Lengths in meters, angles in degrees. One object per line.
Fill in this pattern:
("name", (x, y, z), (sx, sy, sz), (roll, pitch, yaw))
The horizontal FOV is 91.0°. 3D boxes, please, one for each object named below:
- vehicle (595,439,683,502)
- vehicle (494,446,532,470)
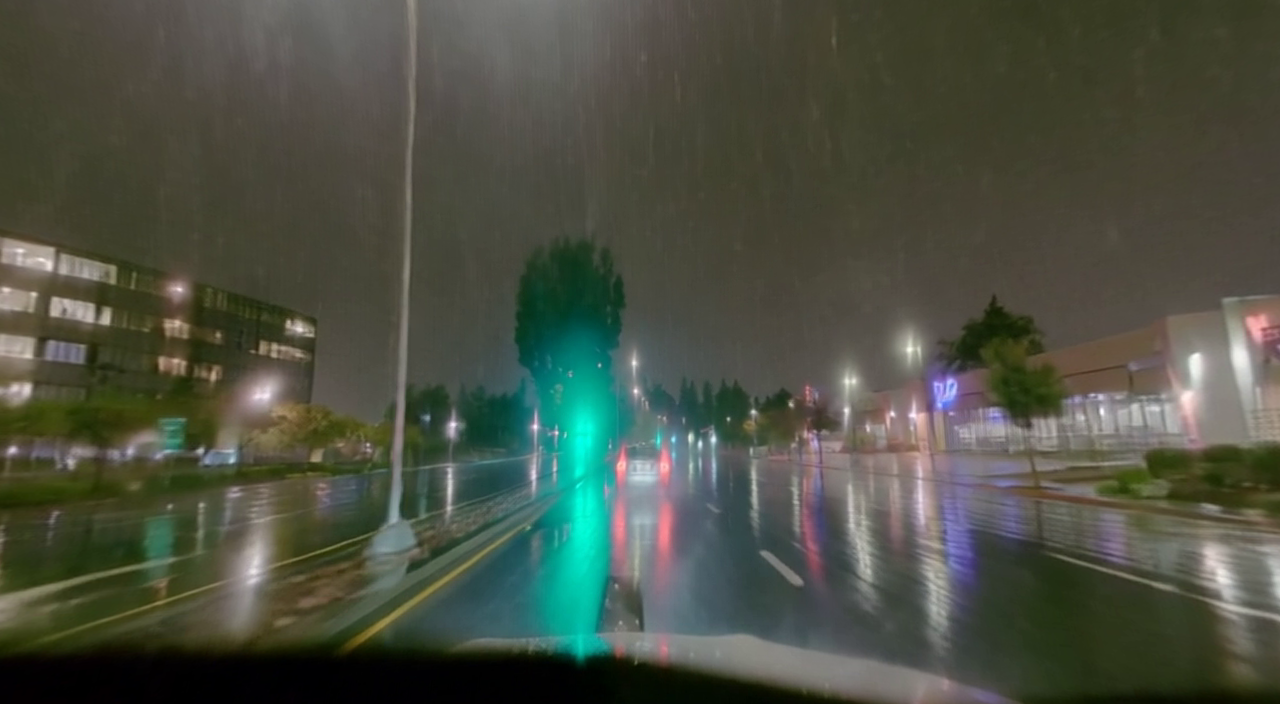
("vehicle", (-0.065, 3.151, 17.155), (2.126, 1.475, 3.967), (0, -9, -1))
("vehicle", (-9.297, 7.813, 46.481), (1.903, 1.476, 4.395), (-5, -8, -1))
